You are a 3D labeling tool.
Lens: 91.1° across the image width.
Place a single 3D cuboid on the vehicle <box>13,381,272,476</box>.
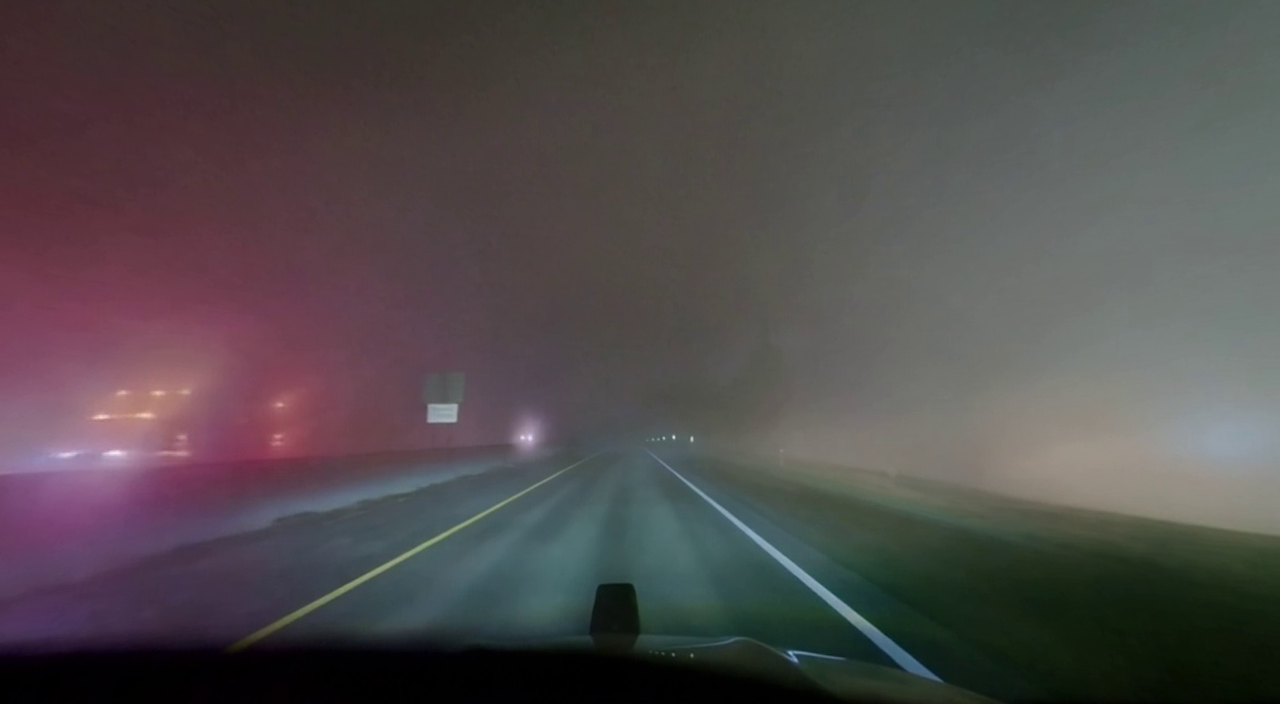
[{"bbox_3d":[-24.117,3.993,32.197,2.877,3.842,12.982,0,-8,-1],"label":"vehicle"}]
